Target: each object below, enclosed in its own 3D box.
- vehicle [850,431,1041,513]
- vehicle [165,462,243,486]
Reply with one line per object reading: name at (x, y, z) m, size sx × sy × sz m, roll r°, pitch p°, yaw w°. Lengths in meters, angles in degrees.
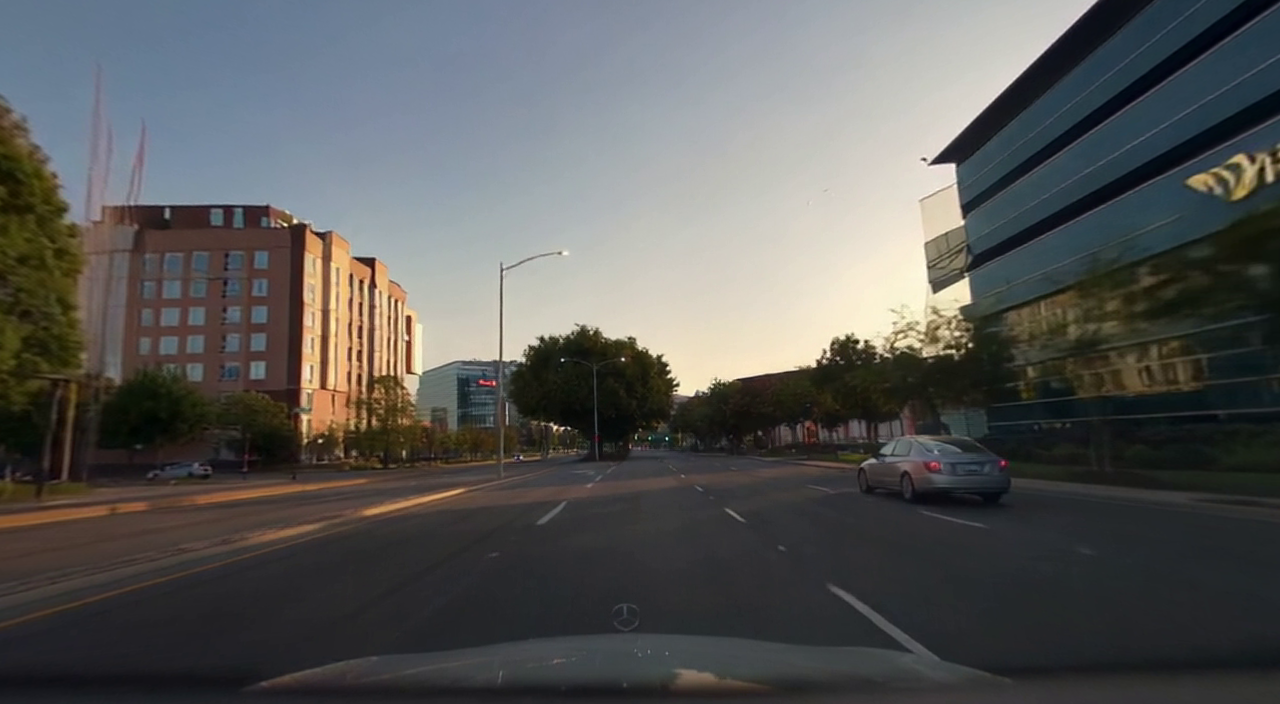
vehicle at (6.527, 2.602, 14.260) m, size 1.913 × 1.504 × 4.738 m, roll 0°, pitch -8°, yaw 0°
vehicle at (-32.752, 9.124, 47.534) m, size 1.990 × 1.595 × 4.310 m, roll -8°, pitch -11°, yaw 40°
